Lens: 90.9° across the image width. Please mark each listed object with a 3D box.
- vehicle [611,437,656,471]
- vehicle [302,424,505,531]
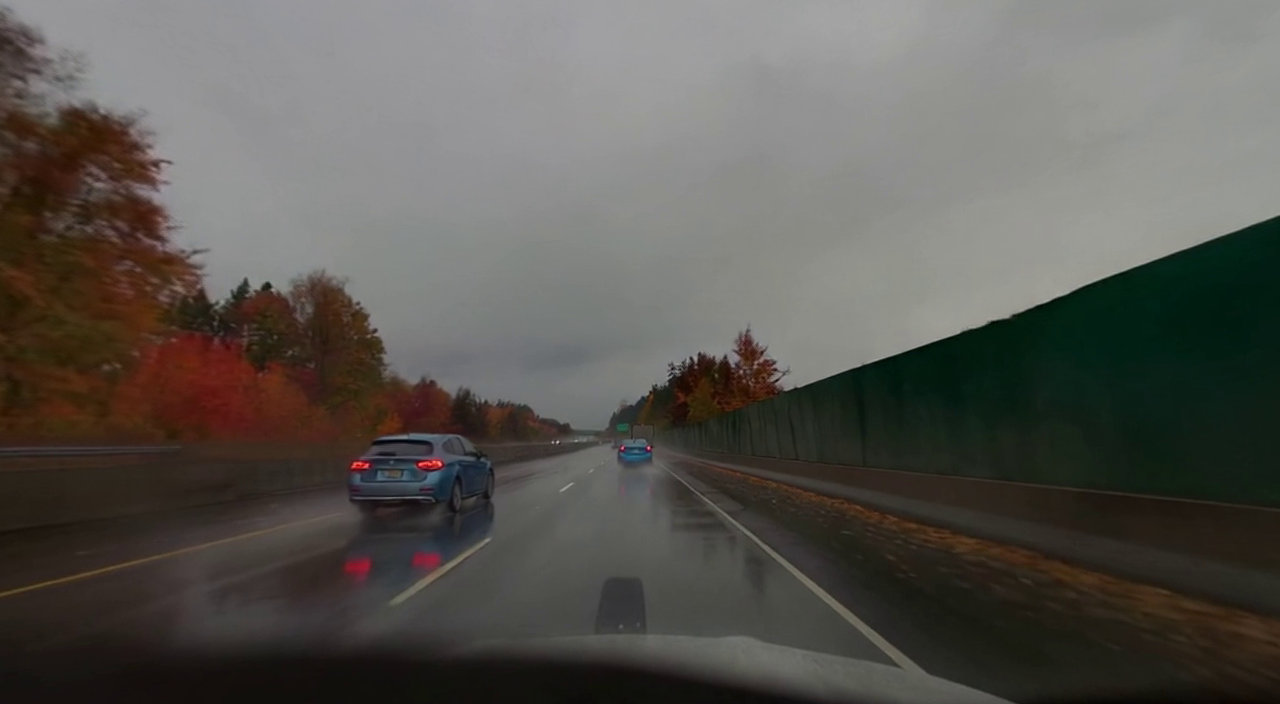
[{"bbox_3d":[-0.341,4.920,30.523,2.057,1.516,4.065,0,-8,-1],"label":"vehicle"},{"bbox_3d":[-3.910,2.140,11.344,2.054,1.536,4.128,0,-8,0],"label":"vehicle"}]
